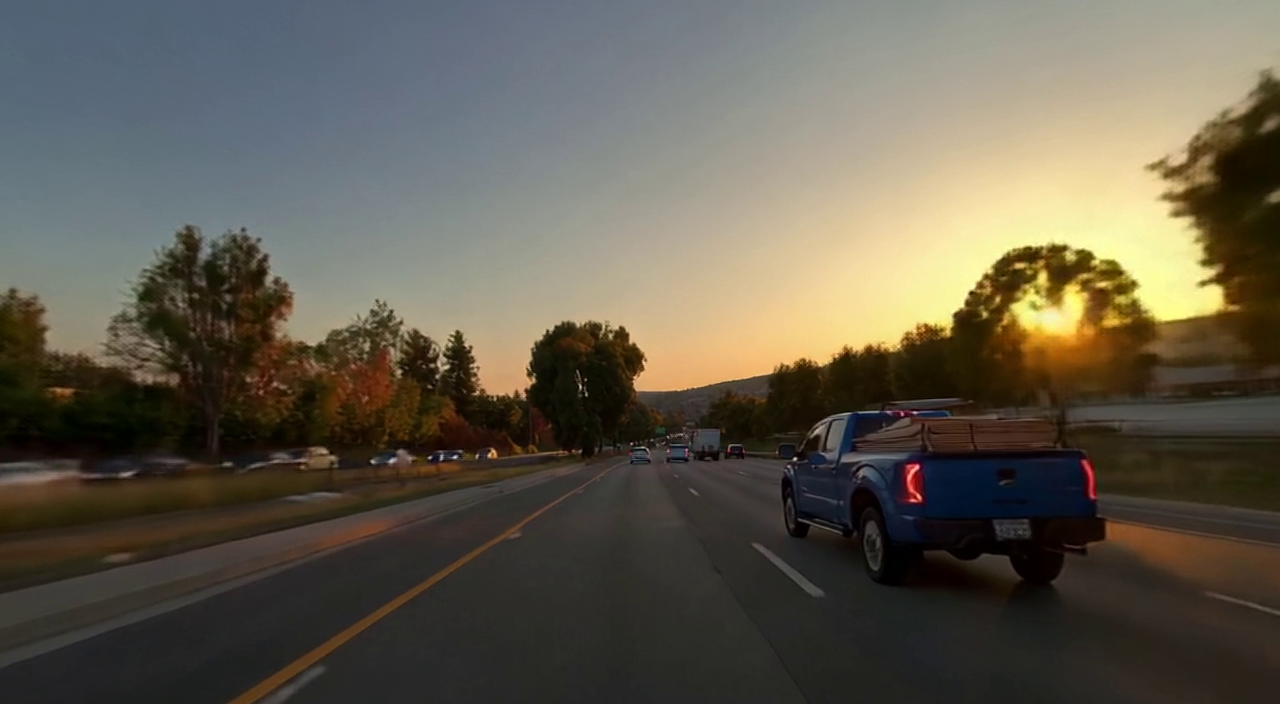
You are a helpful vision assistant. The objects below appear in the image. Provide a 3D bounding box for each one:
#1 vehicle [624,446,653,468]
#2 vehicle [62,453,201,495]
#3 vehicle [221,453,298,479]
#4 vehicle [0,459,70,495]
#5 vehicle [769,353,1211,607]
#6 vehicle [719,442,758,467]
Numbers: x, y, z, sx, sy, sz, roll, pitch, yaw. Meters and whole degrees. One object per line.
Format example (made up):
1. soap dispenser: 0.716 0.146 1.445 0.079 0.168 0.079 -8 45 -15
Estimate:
1. vehicle: -0.081 7.444 44.906 2.030 1.473 3.926 0 -9 0
2. vehicle: -21.304 5.085 26.686 1.894 1.535 4.672 0 -9 1
3. vehicle: -25.046 7.494 41.658 1.968 1.541 4.901 0 -9 1
4. vehicle: -28.872 5.638 28.541 1.862 1.503 4.385 0 -9 1
5. vehicle: 3.443 1.457 8.018 2.354 2.079 5.586 0 -9 0
6. vehicle: 7.249 7.598 46.752 2.189 1.704 4.521 0 -9 0
